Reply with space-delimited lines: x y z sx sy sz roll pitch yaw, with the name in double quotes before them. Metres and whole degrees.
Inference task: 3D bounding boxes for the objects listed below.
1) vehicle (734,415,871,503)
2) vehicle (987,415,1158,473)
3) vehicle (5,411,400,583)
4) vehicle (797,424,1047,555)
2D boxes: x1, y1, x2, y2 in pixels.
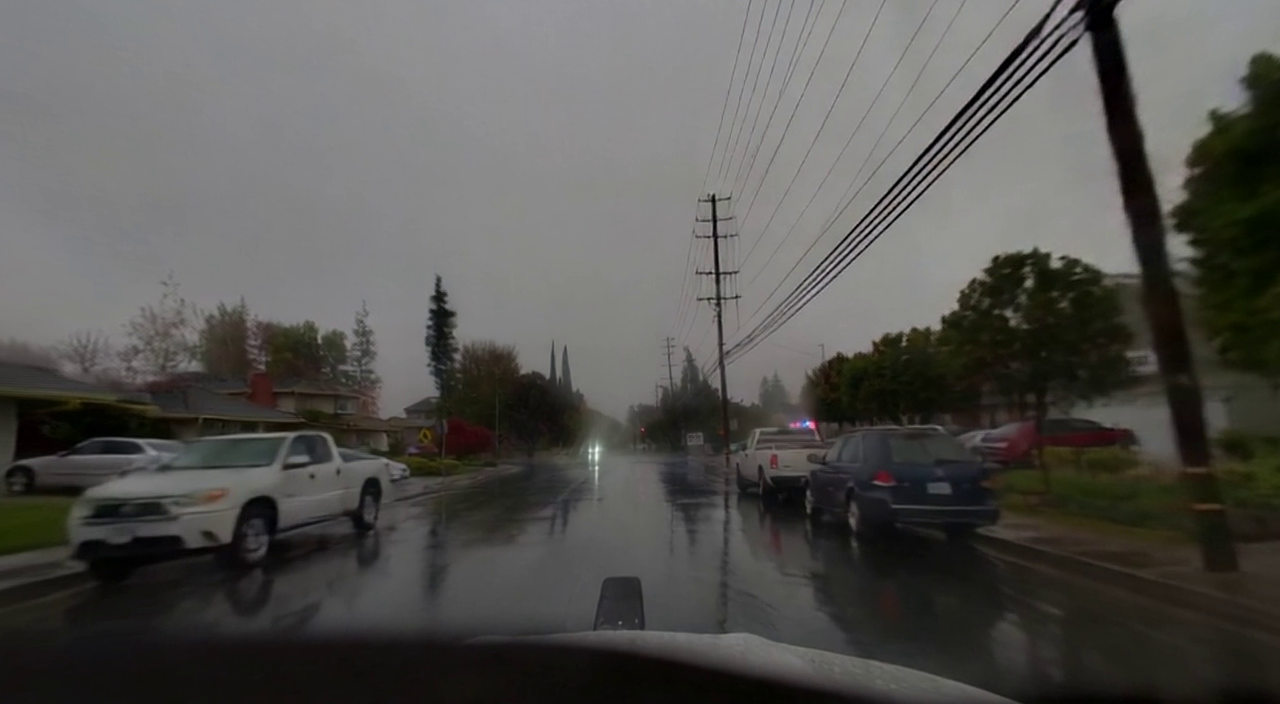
"vehicle" 3.987 2.757 16.595 2.205 1.923 5.178 0 -8 0
"vehicle" 15.373 3.282 22.609 4.514 1.921 2.038 -1 -8 2
"vehicle" -6.014 2.043 9.968 2.322 1.913 5.582 0 -8 -1
"vehicle" 3.893 1.943 9.608 1.848 1.550 4.054 0 -8 -1
